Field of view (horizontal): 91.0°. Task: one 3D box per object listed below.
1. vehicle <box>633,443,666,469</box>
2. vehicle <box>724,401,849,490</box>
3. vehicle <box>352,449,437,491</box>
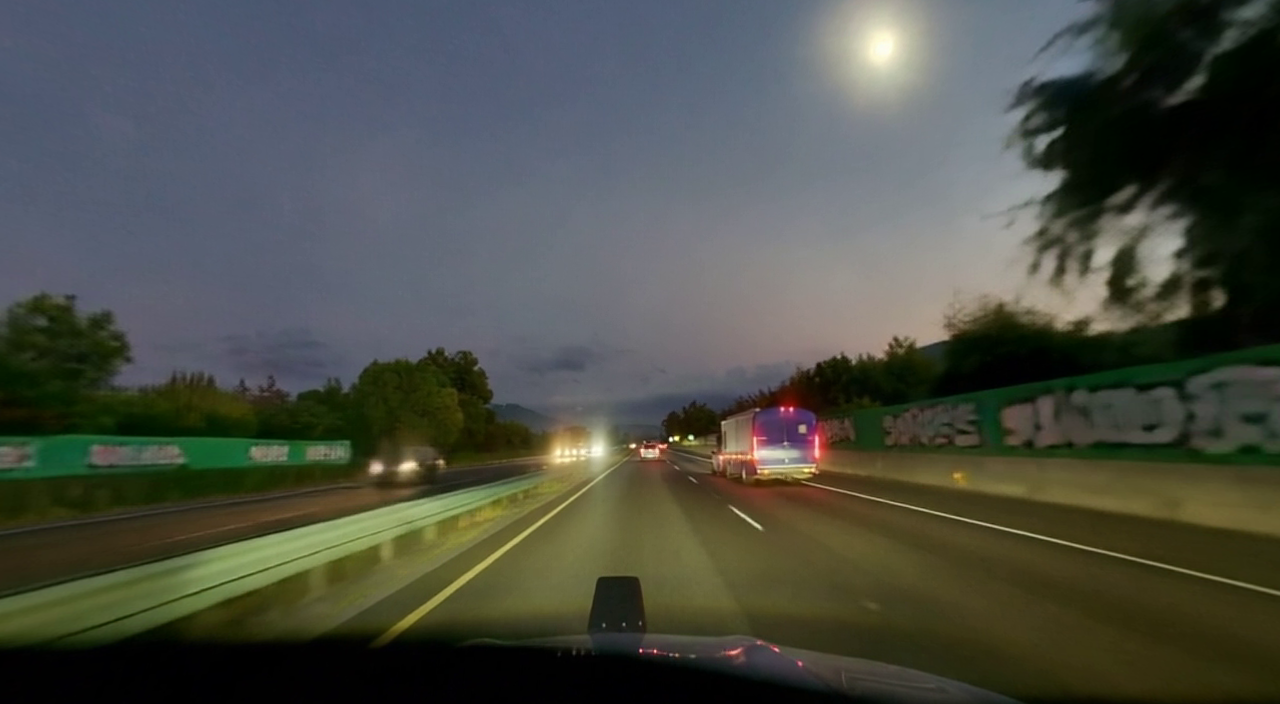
[{"bbox_3d":[0.590,6.752,41.123,2.030,1.572,4.067,0,-8,0],"label":"vehicle"},{"bbox_3d":[4.873,3.336,22.540,2.712,2.659,6.992,0,-8,-1],"label":"vehicle"},{"bbox_3d":[-10.307,4.956,26.820,1.953,1.629,3.984,0,-8,1],"label":"vehicle"}]
